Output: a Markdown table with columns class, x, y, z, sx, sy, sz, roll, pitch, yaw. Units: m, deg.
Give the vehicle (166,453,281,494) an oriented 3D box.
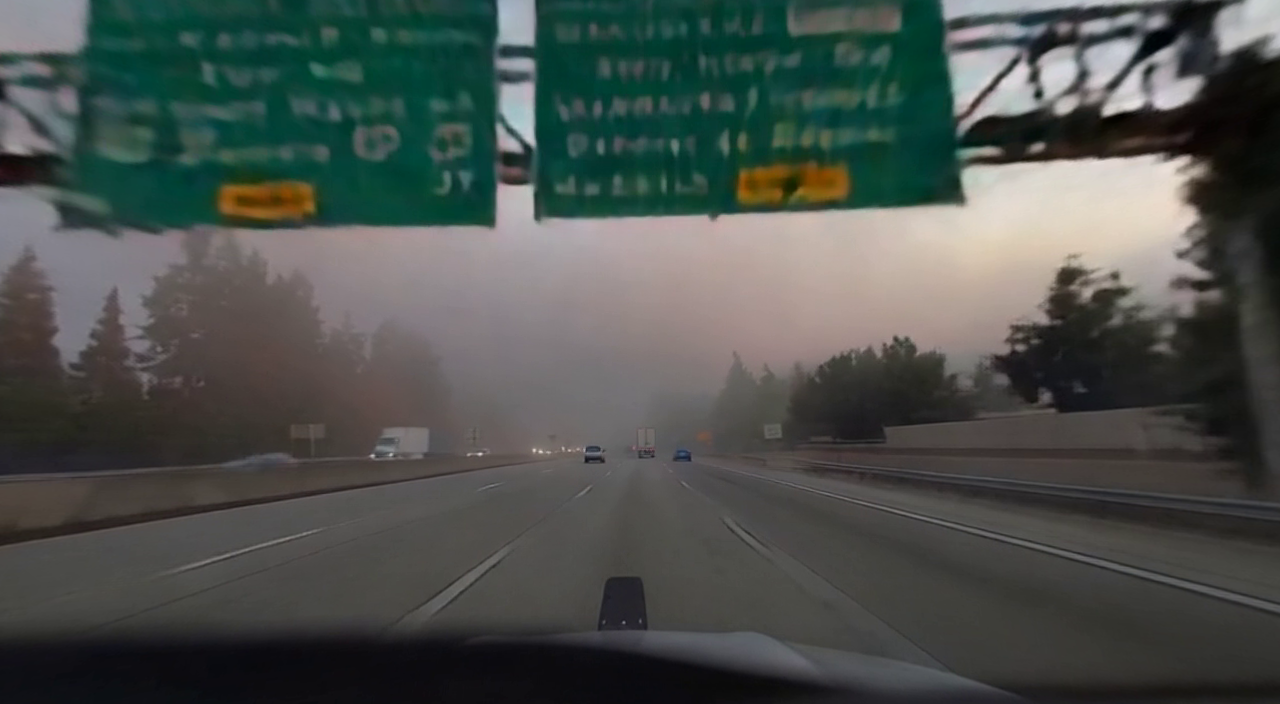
| class | x | y | z | sx | sy | sz | roll | pitch | yaw |
| --- | --- | --- | --- | --- | --- | --- | --- | --- | --- |
| vehicle | -15.702 | 4.568 | 23.989 | 1.934 | 1.398 | 3.514 | 0 | -9 | 0 |
